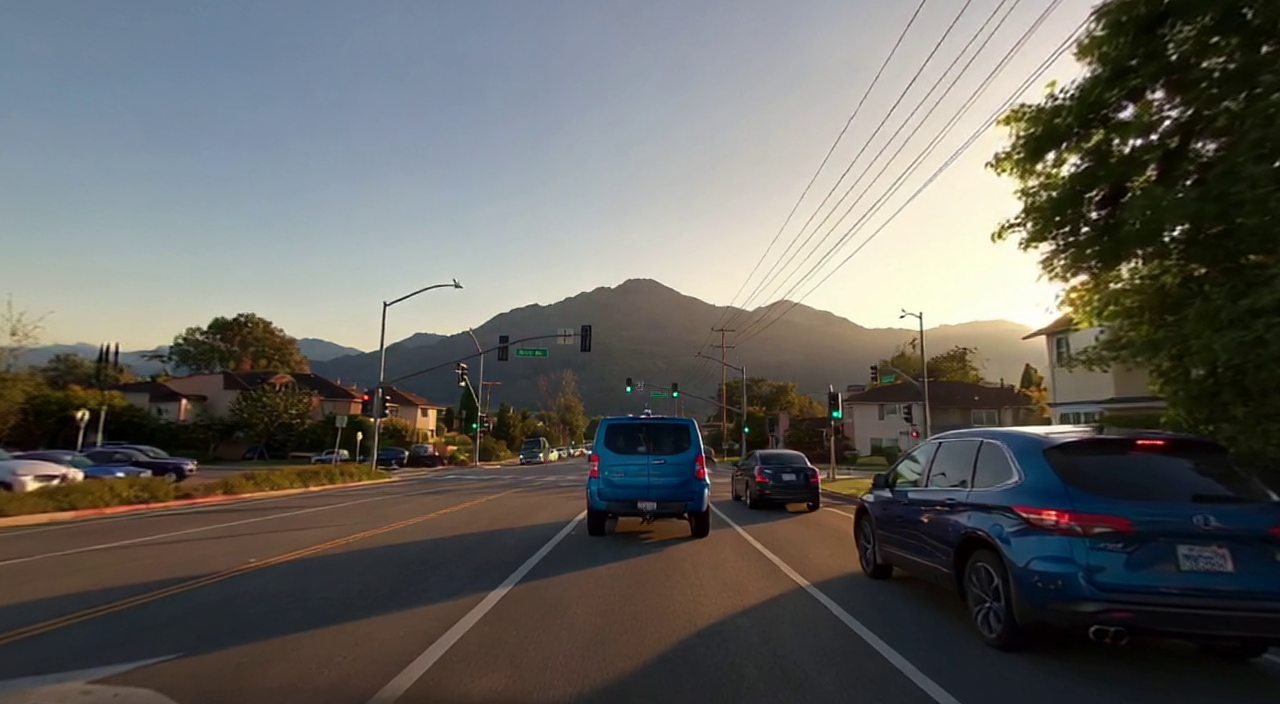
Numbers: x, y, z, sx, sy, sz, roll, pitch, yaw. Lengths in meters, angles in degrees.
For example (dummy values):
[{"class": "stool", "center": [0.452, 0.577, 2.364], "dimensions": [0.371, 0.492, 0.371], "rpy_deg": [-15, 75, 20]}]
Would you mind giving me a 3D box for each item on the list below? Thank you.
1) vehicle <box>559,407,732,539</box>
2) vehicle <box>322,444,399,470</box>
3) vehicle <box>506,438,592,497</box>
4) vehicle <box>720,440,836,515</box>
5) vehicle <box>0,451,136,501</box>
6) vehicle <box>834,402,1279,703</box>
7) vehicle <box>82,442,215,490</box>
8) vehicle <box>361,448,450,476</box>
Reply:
[{"class": "vehicle", "center": [0.075, 2.235, 12.270], "dimensions": [2.636, 2.011, 5.130], "rpy_deg": [0, -9, 0]}, {"class": "vehicle", "center": [-19.364, 7.290, 43.723], "dimensions": [4.428, 1.738, 1.886], "rpy_deg": [-1, -9, 5]}, {"class": "vehicle", "center": [-2.872, 3.764, 20.989], "dimensions": [2.059, 1.749, 4.458], "rpy_deg": [0, -9, 2]}, {"class": "vehicle", "center": [3.322, 3.104, 16.128], "dimensions": [1.957, 1.646, 4.355], "rpy_deg": [0, -9, 0]}, {"class": "vehicle", "center": [-20.079, 4.132, 21.455], "dimensions": [1.830, 1.436, 4.771], "rpy_deg": [0, -9, 1]}, {"class": "vehicle", "center": [3.479, 1.427, 5.407], "dimensions": [2.155, 1.658, 4.721], "rpy_deg": [0, -9, 0]}, {"class": "vehicle", "center": [-20.420, 4.724, 26.509], "dimensions": [1.996, 1.809, 4.699], "rpy_deg": [1, -9, -5]}, {"class": "vehicle", "center": [-14.058, 6.572, 37.854], "dimensions": [4.644, 1.533, 2.005], "rpy_deg": [-2, -9, 16]}]
